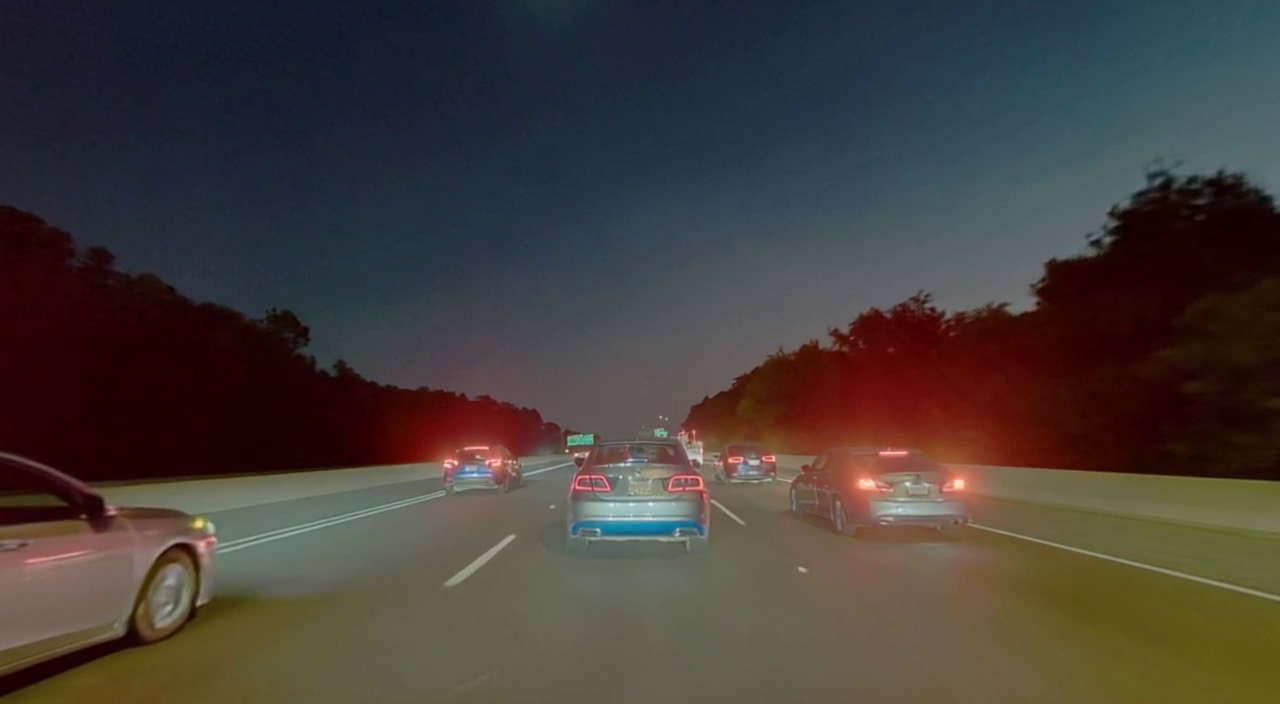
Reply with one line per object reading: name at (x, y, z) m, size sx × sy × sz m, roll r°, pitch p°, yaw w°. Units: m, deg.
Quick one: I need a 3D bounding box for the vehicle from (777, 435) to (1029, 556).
vehicle at (3.668, 2.085, 9.910) m, size 1.953 × 1.434 × 4.511 m, roll 0°, pitch -9°, yaw -1°

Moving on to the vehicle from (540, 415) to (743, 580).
vehicle at (-0.034, 1.807, 8.519) m, size 2.093 × 1.695 × 3.782 m, roll 0°, pitch -9°, yaw -2°

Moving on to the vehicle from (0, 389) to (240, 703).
vehicle at (-4.490, 1.003, 3.103) m, size 2.173 × 1.660 × 4.373 m, roll 0°, pitch -9°, yaw -1°

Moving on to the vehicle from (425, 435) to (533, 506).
vehicle at (-4.252, 3.193, 17.300) m, size 1.890 × 1.708 × 3.844 m, roll 0°, pitch -9°, yaw 1°
